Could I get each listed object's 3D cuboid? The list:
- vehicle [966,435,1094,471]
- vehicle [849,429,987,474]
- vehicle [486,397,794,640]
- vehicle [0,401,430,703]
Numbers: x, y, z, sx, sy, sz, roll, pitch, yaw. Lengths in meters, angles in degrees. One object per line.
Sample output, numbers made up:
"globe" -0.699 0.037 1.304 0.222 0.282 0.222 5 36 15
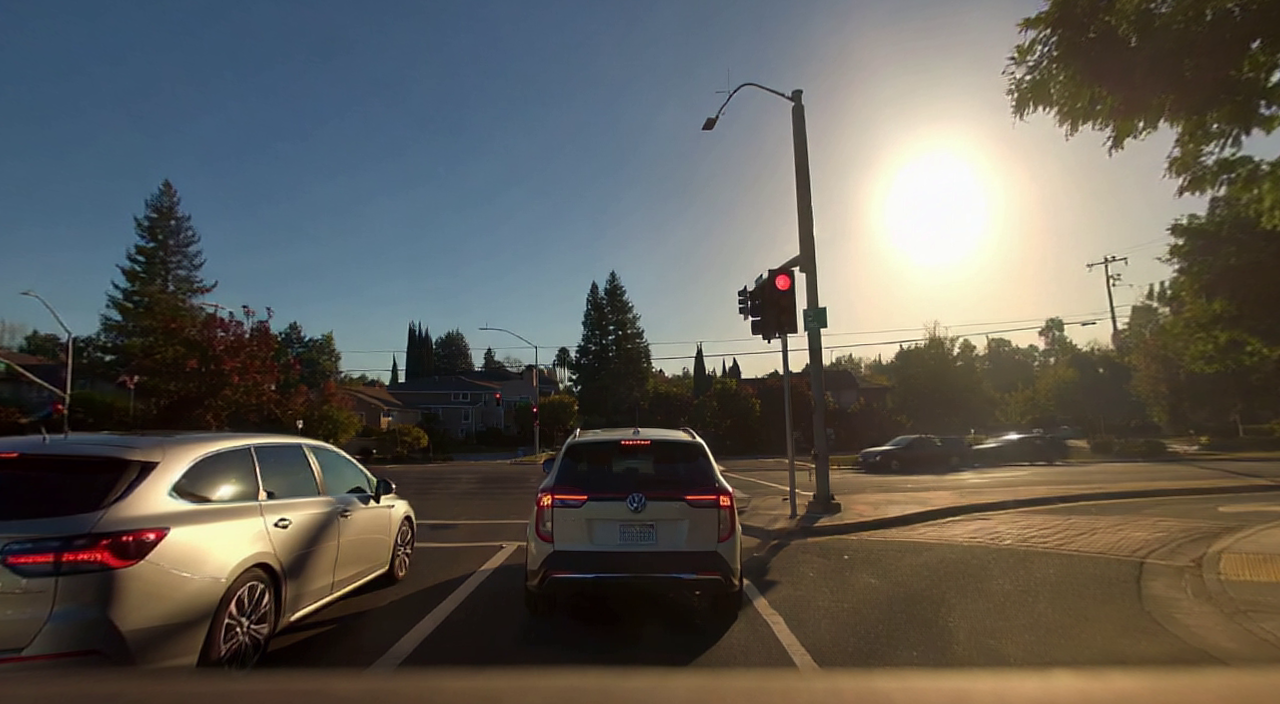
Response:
"vehicle" 18.174 4.719 29.654 4.639 1.621 1.867 -1 -9 6
"vehicle" 11.688 4.224 26.907 4.887 1.769 2.035 -1 -9 6
"vehicle" -0.142 1.469 6.572 2.154 1.670 4.140 1 -9 -4
"vehicle" -3.299 1.271 4.727 2.035 1.492 4.415 0 -9 -2
